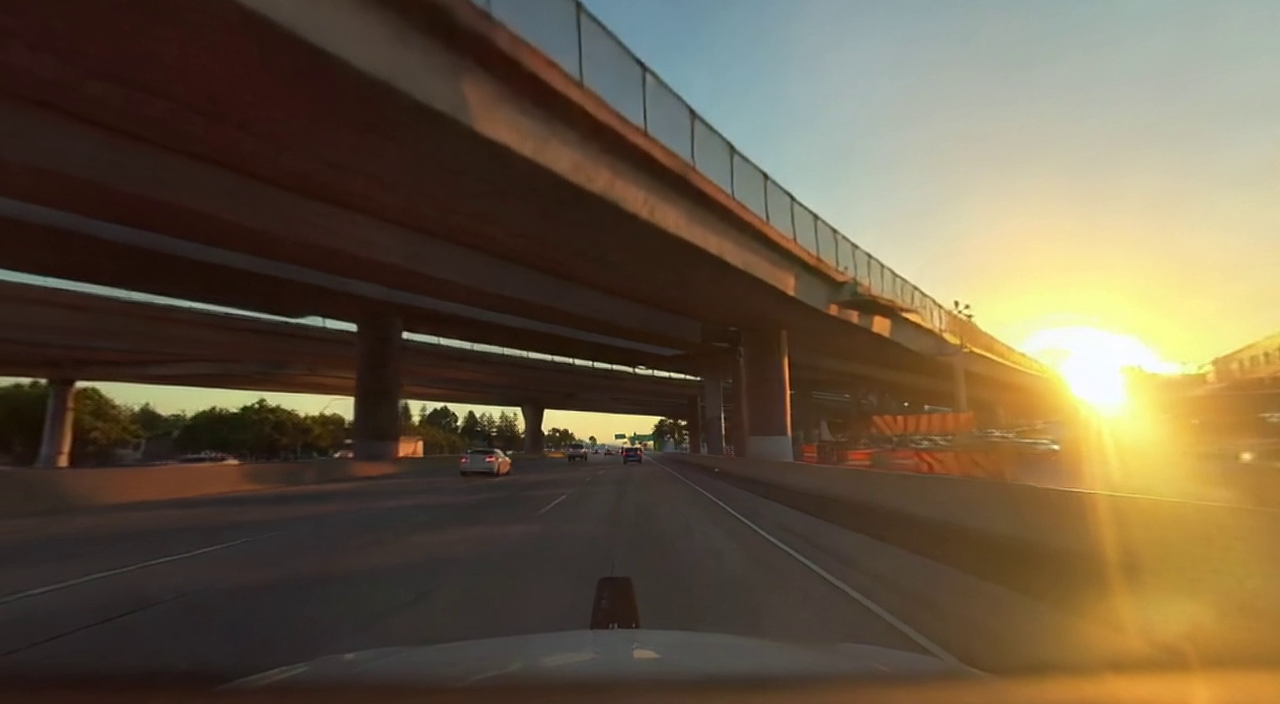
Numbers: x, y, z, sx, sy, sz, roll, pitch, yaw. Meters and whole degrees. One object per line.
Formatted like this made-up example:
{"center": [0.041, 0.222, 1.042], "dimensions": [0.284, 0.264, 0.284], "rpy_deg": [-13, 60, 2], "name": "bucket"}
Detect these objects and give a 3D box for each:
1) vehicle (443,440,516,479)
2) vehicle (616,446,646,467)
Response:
{"center": [-7.116, 4.807, 28.472], "dimensions": [2.128, 1.604, 4.279], "rpy_deg": [0, -9, 0], "name": "vehicle"}
{"center": [-0.629, 7.494, 45.513], "dimensions": [2.051, 1.459, 4.092], "rpy_deg": [0, -9, 0], "name": "vehicle"}
